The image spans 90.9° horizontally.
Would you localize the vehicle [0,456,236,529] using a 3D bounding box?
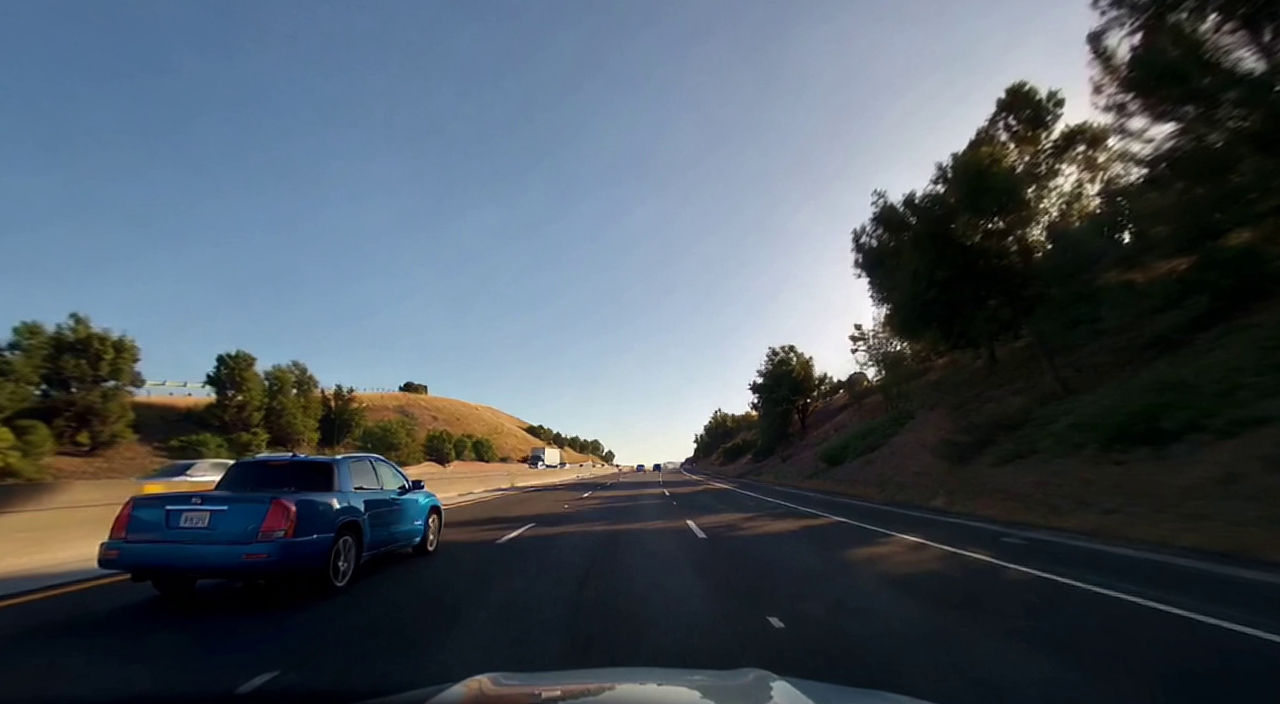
[{"bbox_3d":[-12.335,3.336,15.385,1.908,1.474,4.529,1,-10,0],"label":"vehicle"}]
